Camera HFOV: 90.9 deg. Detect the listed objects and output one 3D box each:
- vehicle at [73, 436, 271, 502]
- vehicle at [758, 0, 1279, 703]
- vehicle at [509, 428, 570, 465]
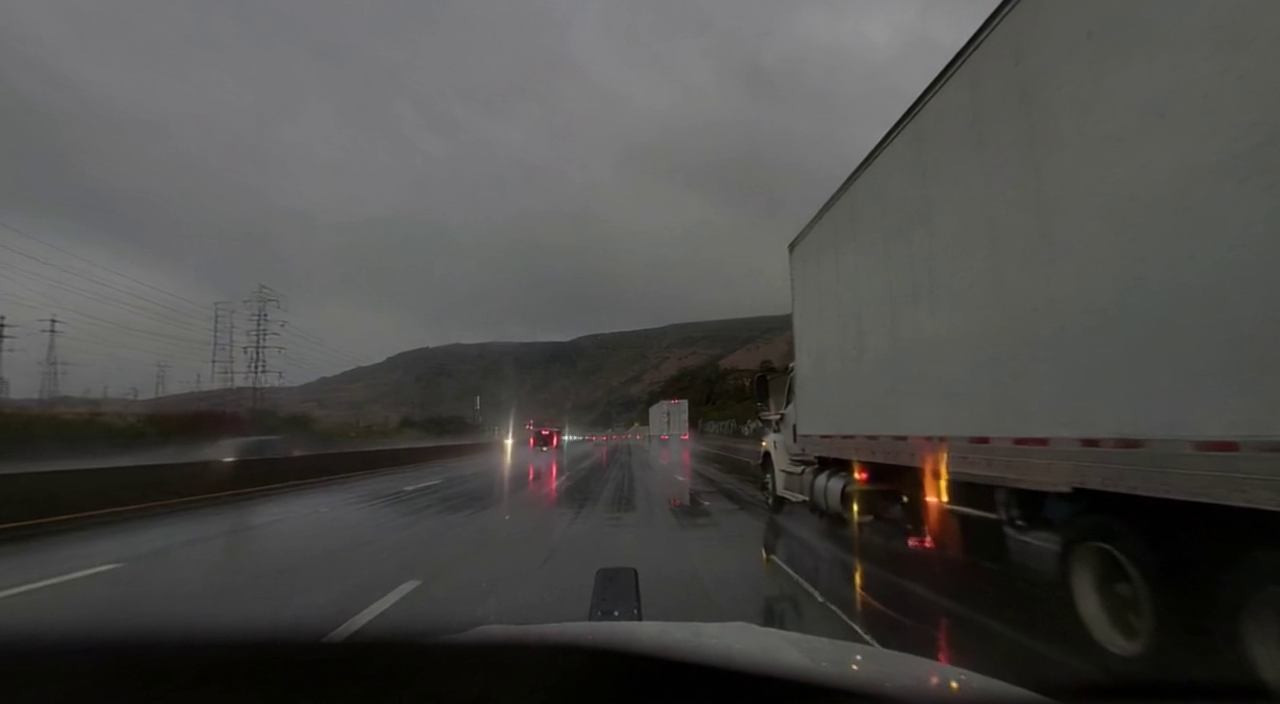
[{"bbox_3d":[-11.812,2.934,16.365,1.879,1.472,4.325,0,-8,-1],"label":"vehicle"},{"bbox_3d":[3.689,-0.063,4.973,3.060,3.842,11.095,0,-8,-2],"label":"vehicle"},{"bbox_3d":[-4.346,4.162,27.905,1.965,1.486,4.448,0,-8,0],"label":"vehicle"}]
